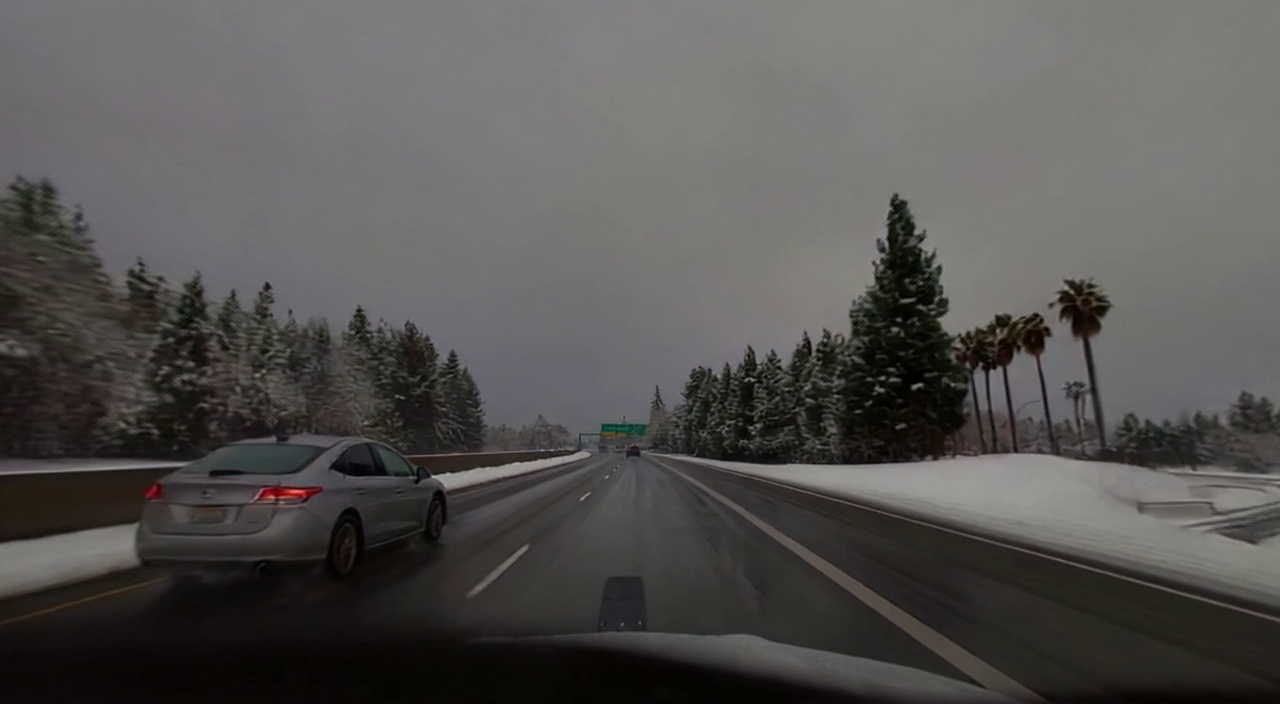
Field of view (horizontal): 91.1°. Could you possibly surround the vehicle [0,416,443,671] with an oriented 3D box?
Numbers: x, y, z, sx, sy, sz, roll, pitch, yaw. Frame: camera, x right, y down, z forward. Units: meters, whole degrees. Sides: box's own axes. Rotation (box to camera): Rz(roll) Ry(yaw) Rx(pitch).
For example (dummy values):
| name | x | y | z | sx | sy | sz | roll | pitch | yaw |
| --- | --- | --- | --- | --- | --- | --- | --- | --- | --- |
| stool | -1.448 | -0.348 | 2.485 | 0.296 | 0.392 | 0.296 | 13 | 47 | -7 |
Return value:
| name | x | y | z | sx | sy | sz | roll | pitch | yaw |
| --- | --- | --- | --- | --- | --- | --- | --- | --- | --- |
| vehicle | -3.817 | 1.532 | 6.326 | 2.092 | 1.562 | 4.748 | 0 | -8 | 1 |
